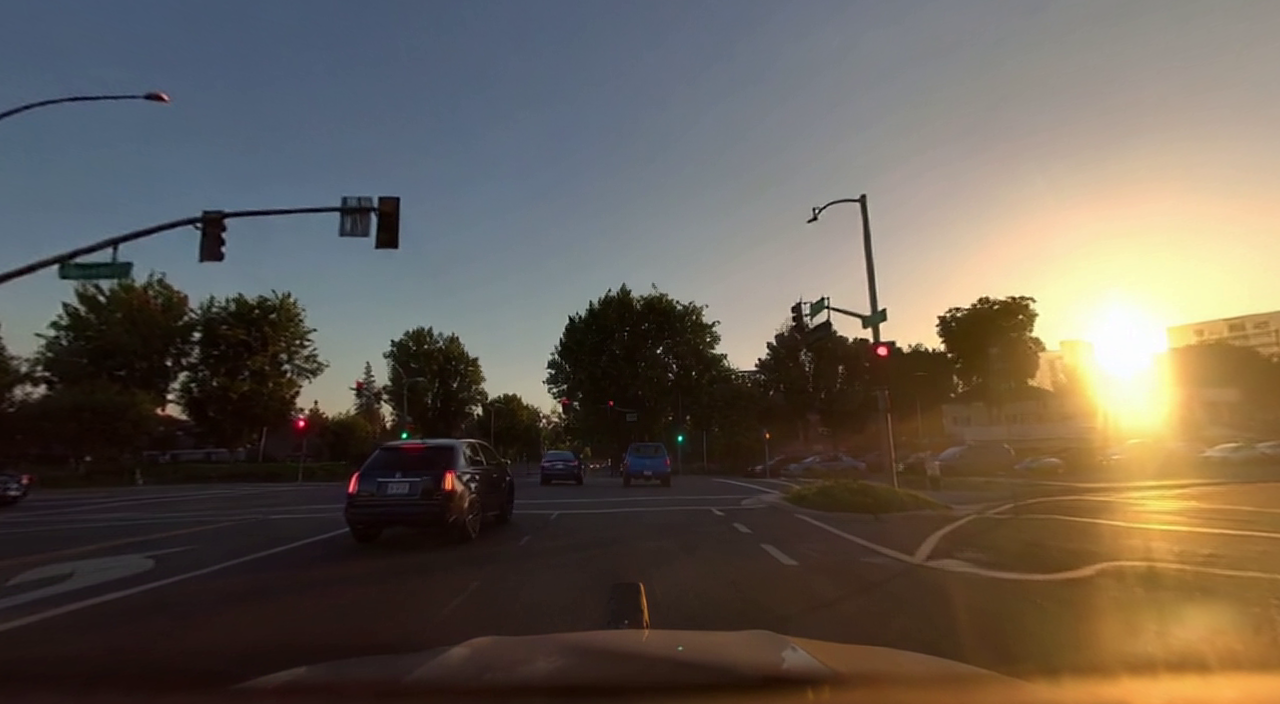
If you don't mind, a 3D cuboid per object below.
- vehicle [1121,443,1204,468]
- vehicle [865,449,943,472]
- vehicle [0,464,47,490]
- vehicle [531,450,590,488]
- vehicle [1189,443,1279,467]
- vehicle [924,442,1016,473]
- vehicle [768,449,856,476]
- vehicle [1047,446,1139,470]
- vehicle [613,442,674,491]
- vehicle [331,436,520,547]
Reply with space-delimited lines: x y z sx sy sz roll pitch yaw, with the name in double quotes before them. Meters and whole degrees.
"vehicle" 39.661 7.851 47.865 4.580 1.807 1.967 0 -8 -3
"vehicle" 18.323 7.567 43.870 4.478 1.495 2.063 0 -8 -1
"vehicle" -49.698 9.747 49.310 4.587 1.833 2.154 -1 -8 6
"vehicle" -3.420 5.126 27.964 2.013 1.474 4.393 0 -8 1
"vehicle" 37.991 6.515 40.063 4.525 1.468 1.839 0 -8 -5
"vehicle" 20.919 6.684 40.088 4.585 1.681 2.140 -3 -9 0
"vehicle" 10.838 7.010 39.886 4.875 1.473 2.077 -2 -11 -2
"vehicle" 28.849 6.769 40.257 4.365 1.448 1.928 0 -8 0
"vehicle" 0.151 4.319 24.246 2.163 1.678 3.846 0 -8 1
"vehicle" -3.346 2.198 10.642 1.960 1.528 3.490 0 -8 0
